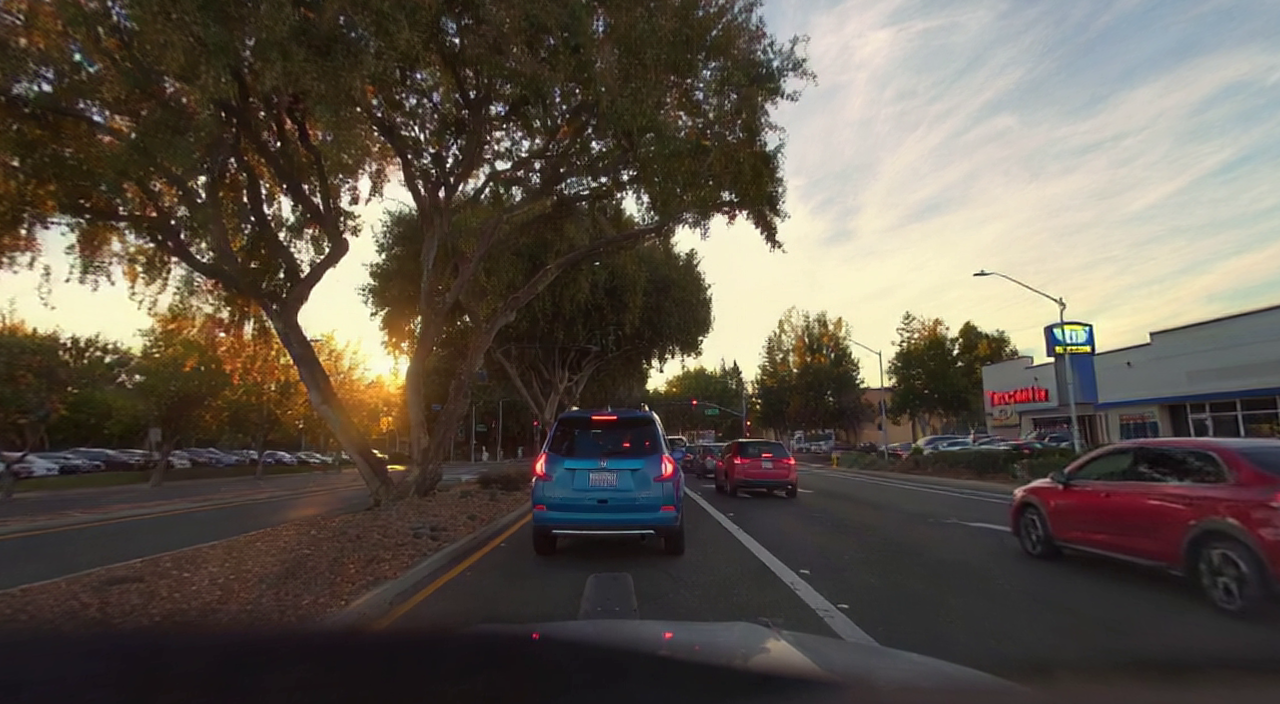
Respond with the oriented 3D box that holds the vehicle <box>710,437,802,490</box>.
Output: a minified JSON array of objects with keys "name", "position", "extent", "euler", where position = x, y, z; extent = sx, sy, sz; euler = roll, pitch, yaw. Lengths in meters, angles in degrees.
[{"name":"vehicle","position":[3.702,3.681,21.176],"extent":[2.098,1.555,4.778],"euler":[0,-9,-1]}]

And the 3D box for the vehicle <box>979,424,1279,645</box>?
[{"name":"vehicle","position":[5.326,1.462,5.772],"extent":[1.930,1.478,4.643],"euler":[0,-9,1]}]

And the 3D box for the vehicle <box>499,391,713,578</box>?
[{"name":"vehicle","position":[-0.297,1.650,8.649],"extent":[2.096,1.837,4.687],"euler":[0,-9,1]}]

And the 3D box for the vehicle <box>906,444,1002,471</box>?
[{"name":"vehicle","position":[17.199,5.770,34.768],"extent":[4.290,1.427,1.751],"euler":[0,-9,2]}]
